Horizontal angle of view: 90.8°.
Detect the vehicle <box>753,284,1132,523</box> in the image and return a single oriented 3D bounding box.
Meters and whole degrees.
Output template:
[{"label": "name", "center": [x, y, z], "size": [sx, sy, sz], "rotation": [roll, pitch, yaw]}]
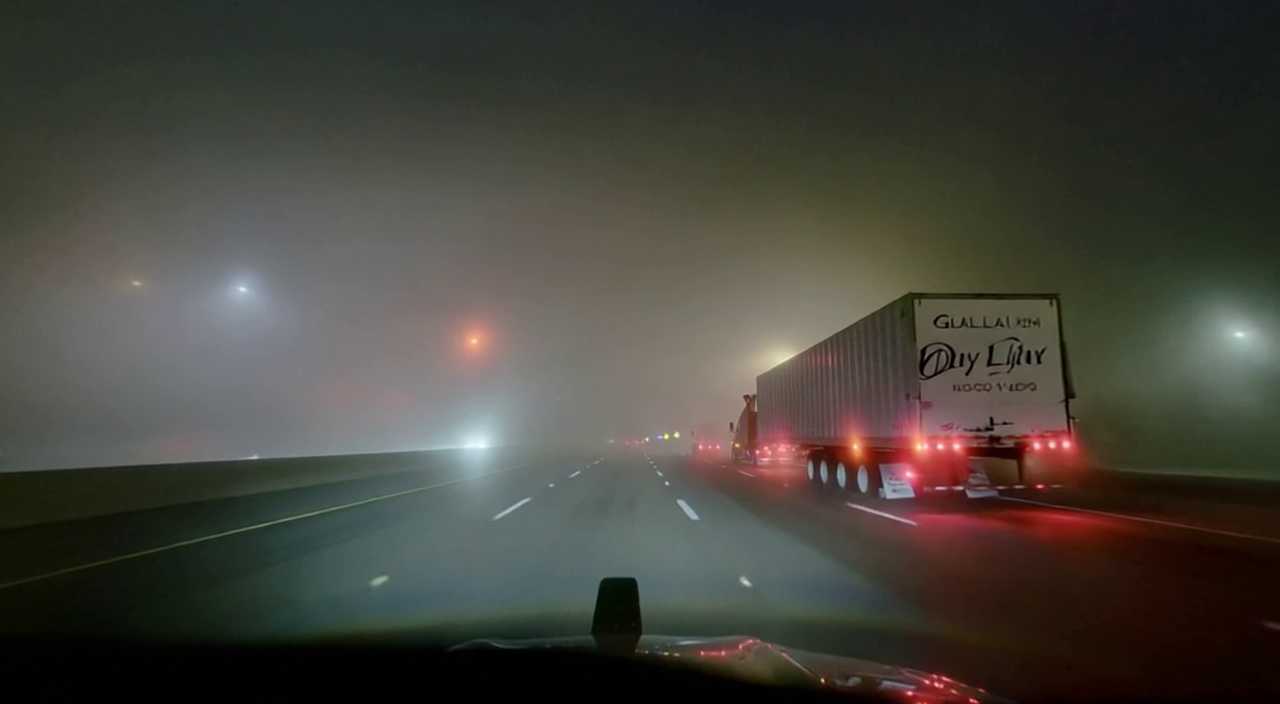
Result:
[{"label": "vehicle", "center": [6.359, 1.954, 18.473], "size": [2.962, 3.947, 16.241], "rotation": [0, -8, -1]}]
